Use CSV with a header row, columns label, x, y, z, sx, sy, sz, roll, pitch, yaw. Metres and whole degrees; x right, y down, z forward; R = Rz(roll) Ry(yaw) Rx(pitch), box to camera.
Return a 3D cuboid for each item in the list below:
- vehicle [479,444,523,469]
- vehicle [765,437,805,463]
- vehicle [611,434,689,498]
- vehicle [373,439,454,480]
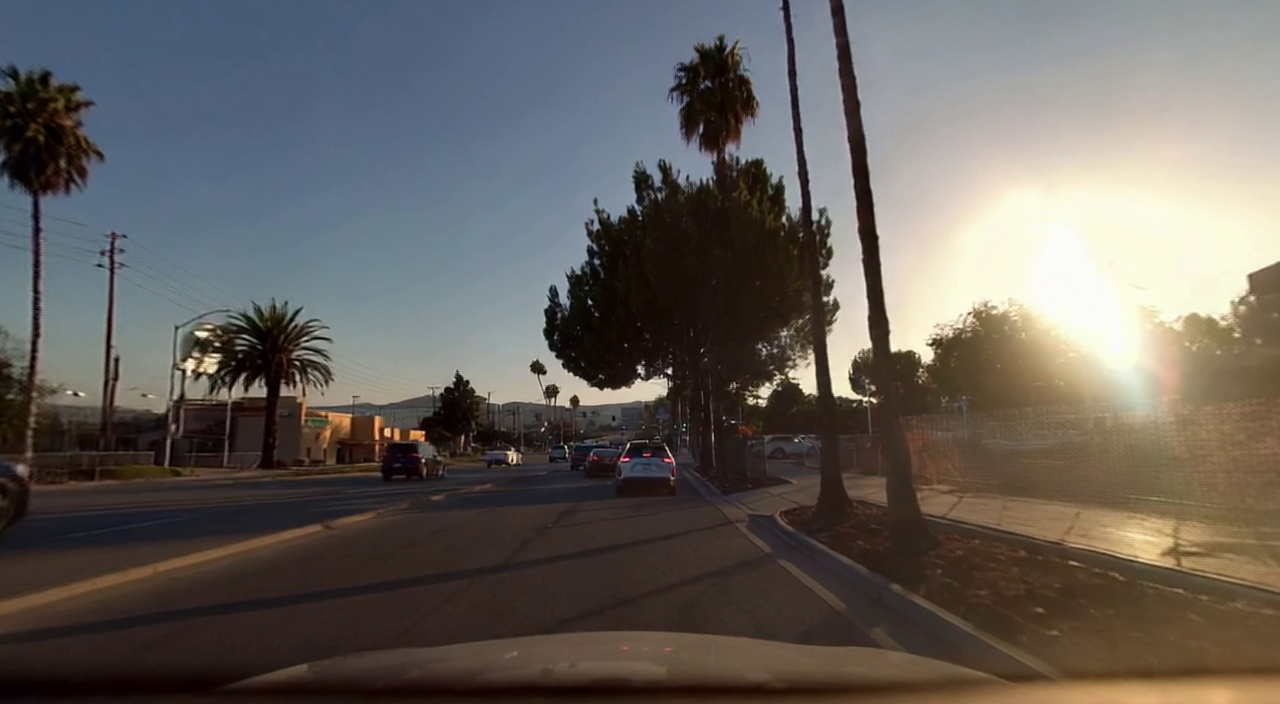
label,x,y,z,sx,sy,sz,roll,pitch,yaw
vehicle,-10.101,7.613,46.024,1.998,1.731,4.952,0,-9,2
vehicle,8.620,5.755,37.039,1.837,1.416,3.947,-3,-9,19
vehicle,0.323,3.374,18.968,2.121,1.710,3.893,0,-9,2
vehicle,-10.221,4.869,28.726,1.965,1.743,4.327,0,-9,2
